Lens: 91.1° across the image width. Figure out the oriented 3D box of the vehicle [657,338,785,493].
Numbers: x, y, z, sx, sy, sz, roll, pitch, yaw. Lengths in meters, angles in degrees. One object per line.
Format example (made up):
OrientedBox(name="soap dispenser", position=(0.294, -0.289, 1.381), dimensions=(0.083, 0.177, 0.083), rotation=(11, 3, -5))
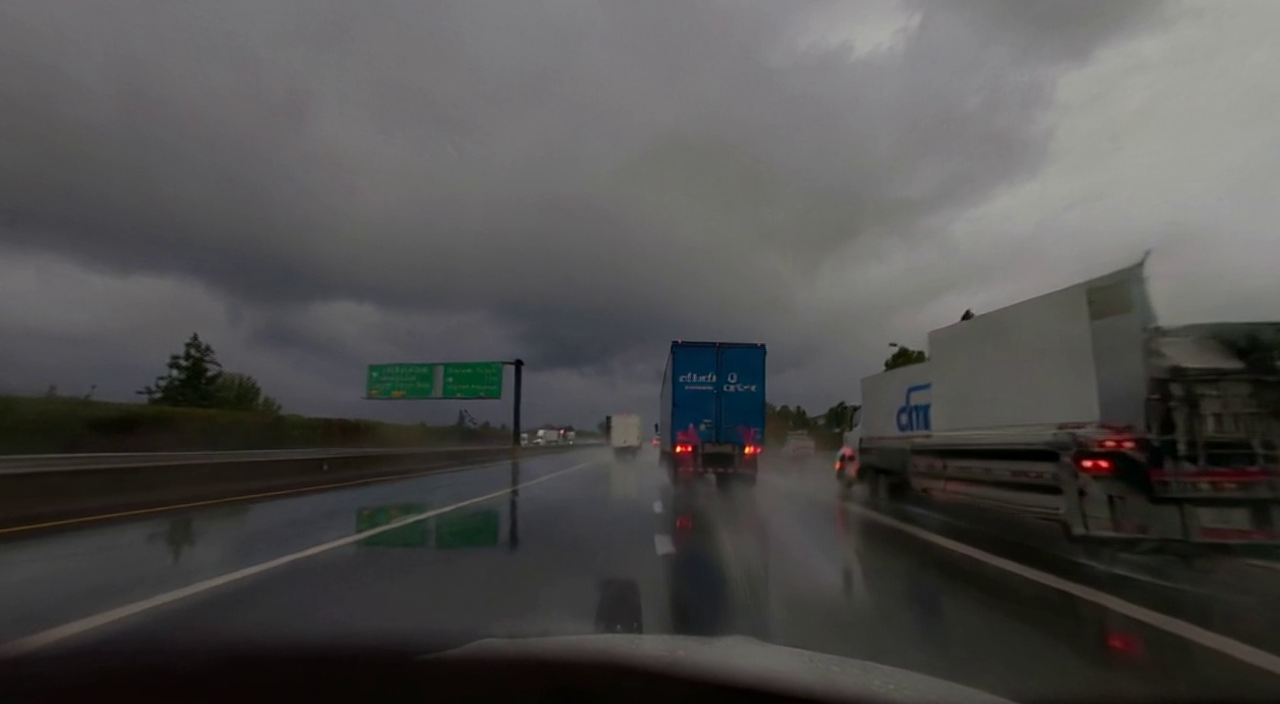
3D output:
OrientedBox(name="vehicle", position=(2.131, 2.227, 20.709), dimensions=(2.920, 3.860, 10.035), rotation=(0, -8, 0))
